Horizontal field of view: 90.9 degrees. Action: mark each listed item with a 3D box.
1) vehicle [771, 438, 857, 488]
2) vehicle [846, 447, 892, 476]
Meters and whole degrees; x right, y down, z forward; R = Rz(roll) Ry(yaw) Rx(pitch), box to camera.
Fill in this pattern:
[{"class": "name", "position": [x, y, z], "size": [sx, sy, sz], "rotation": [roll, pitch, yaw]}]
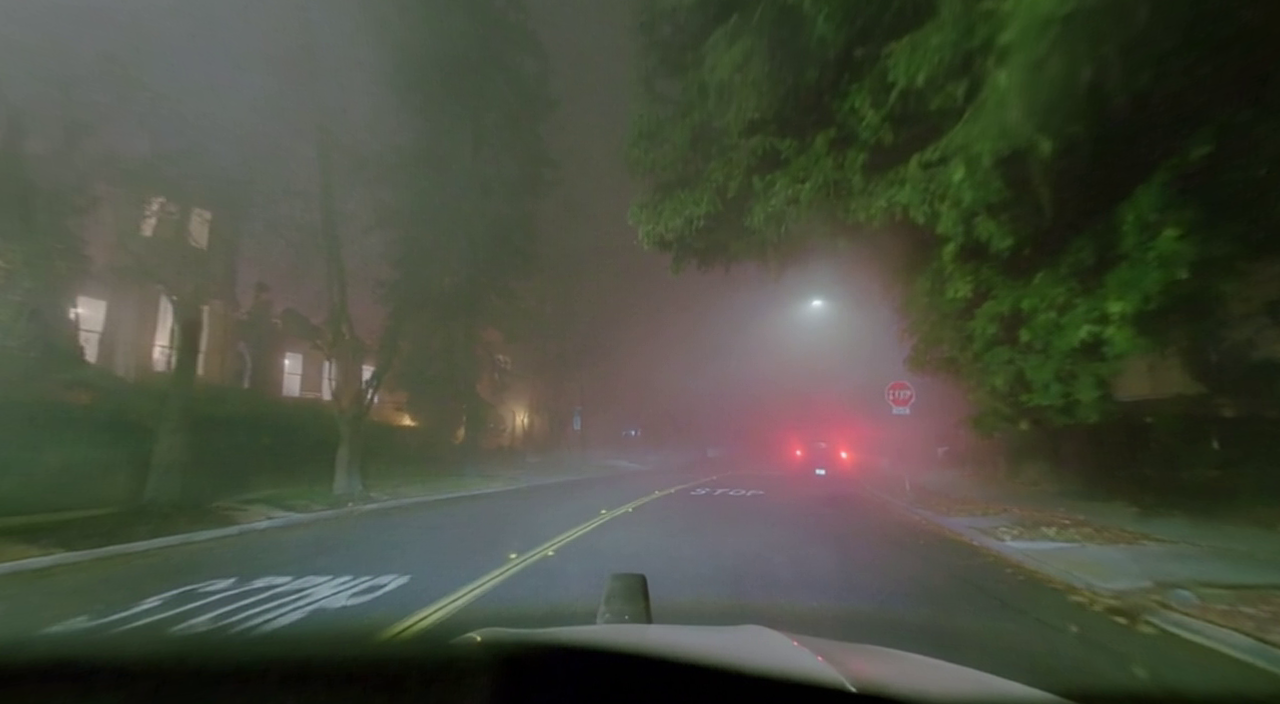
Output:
[{"class": "vehicle", "position": [6.663, 4.094, 23.702], "size": [2.692, 1.649, 4.689], "rotation": [-3, -9, 19]}, {"class": "vehicle", "position": [13.341, 6.331, 36.570], "size": [2.083, 1.493, 5.037], "rotation": [-3, -10, 24]}]
